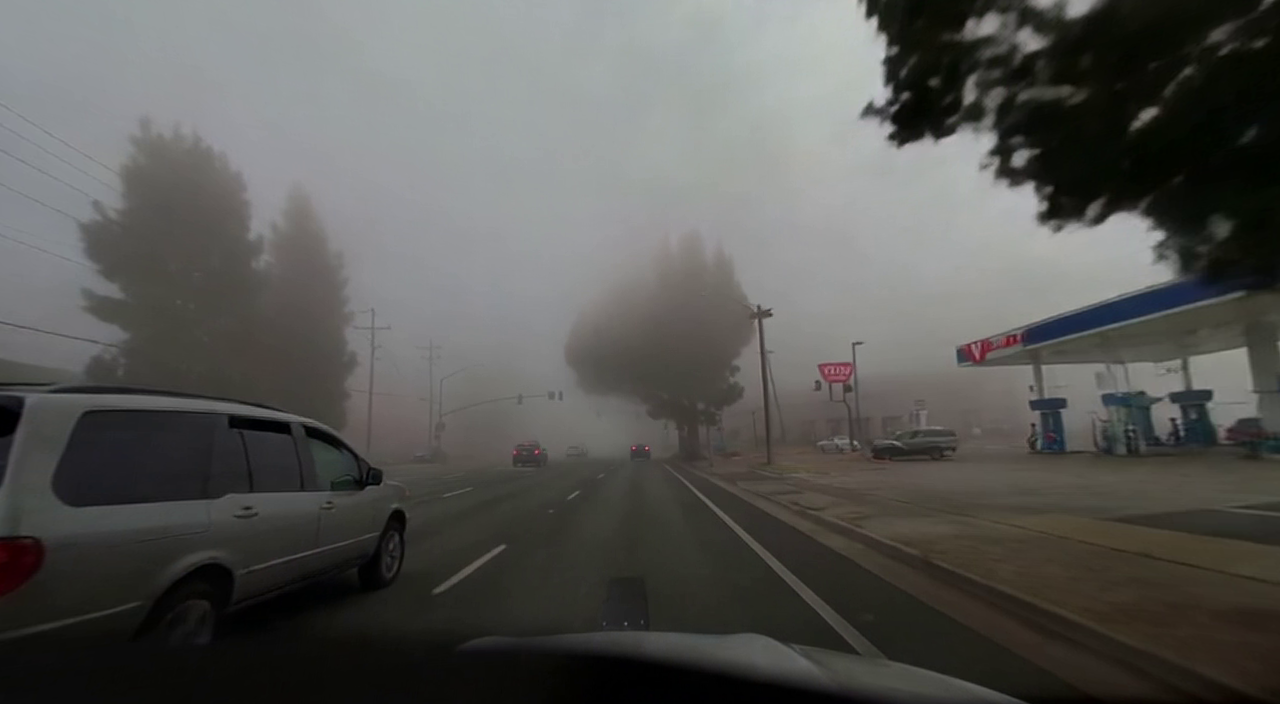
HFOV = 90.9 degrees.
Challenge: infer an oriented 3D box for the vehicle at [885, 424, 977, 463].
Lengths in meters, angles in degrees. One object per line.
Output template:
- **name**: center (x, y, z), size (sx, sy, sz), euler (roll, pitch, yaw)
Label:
- **vehicle**: center (16.108, 5.131, 35.295), size (2.178, 1.911, 5.852), euler (-1, -8, -2)

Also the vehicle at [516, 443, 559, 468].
- **vehicle**: center (-6.537, 6.636, 40.544), size (1.960, 1.468, 4.345), euler (0, -8, 1)

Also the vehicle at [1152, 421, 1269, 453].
- **vehicle**: center (31.097, 4.706, 34.441), size (1.883, 1.605, 4.459), euler (8, -13, -44)

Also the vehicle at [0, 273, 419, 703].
- **vehicle**: center (-3.163, 0.883, 3.458), size (2.190, 1.844, 4.751), euler (0, -8, 0)
